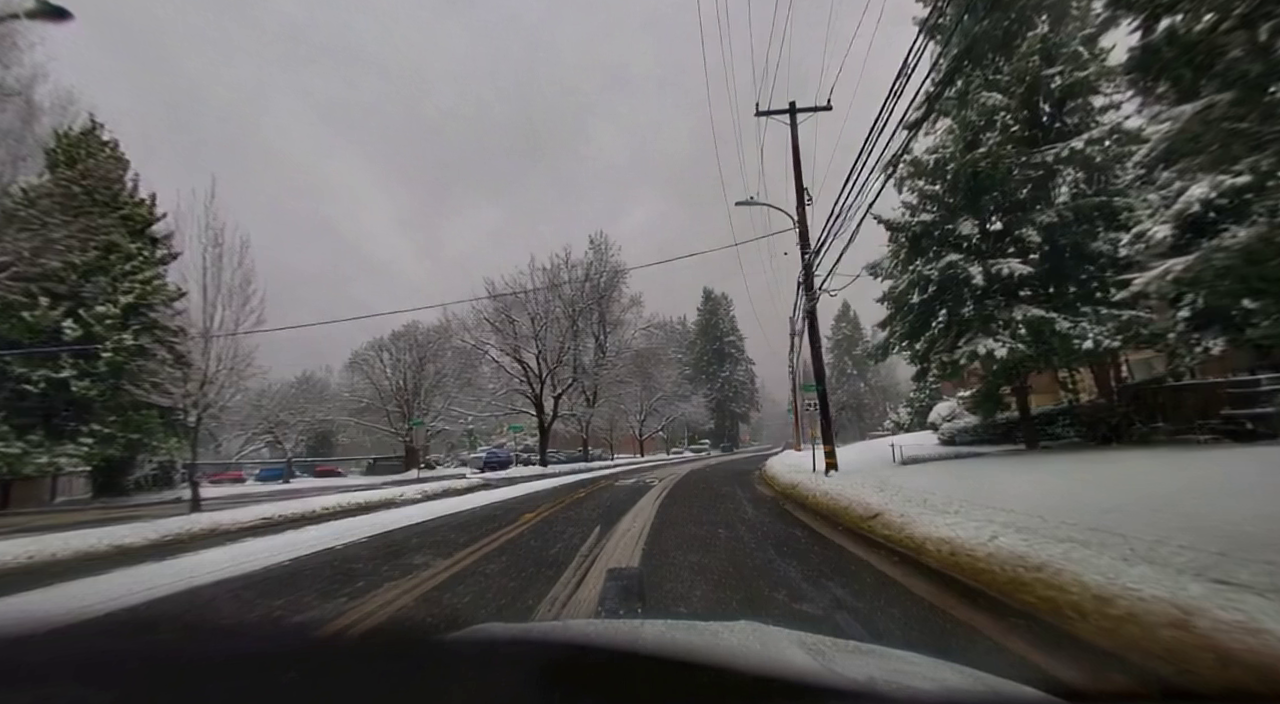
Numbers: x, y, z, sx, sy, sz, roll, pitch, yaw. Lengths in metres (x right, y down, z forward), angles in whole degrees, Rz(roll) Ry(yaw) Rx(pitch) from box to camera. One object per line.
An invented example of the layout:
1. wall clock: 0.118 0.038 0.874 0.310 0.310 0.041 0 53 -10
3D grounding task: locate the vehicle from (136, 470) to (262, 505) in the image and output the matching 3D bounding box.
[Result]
1. vehicle: -22.225 6.830 32.100 4.943 1.493 2.036 4 -9 -28

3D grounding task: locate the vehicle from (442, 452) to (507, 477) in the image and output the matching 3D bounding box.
1. vehicle: -12.779 8.644 48.576 4.675 1.442 1.906 -2 -8 -19

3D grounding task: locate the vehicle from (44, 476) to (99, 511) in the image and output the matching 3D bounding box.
1. vehicle: -30.495 7.519 33.840 1.849 1.484 4.693 8 -12 -43
